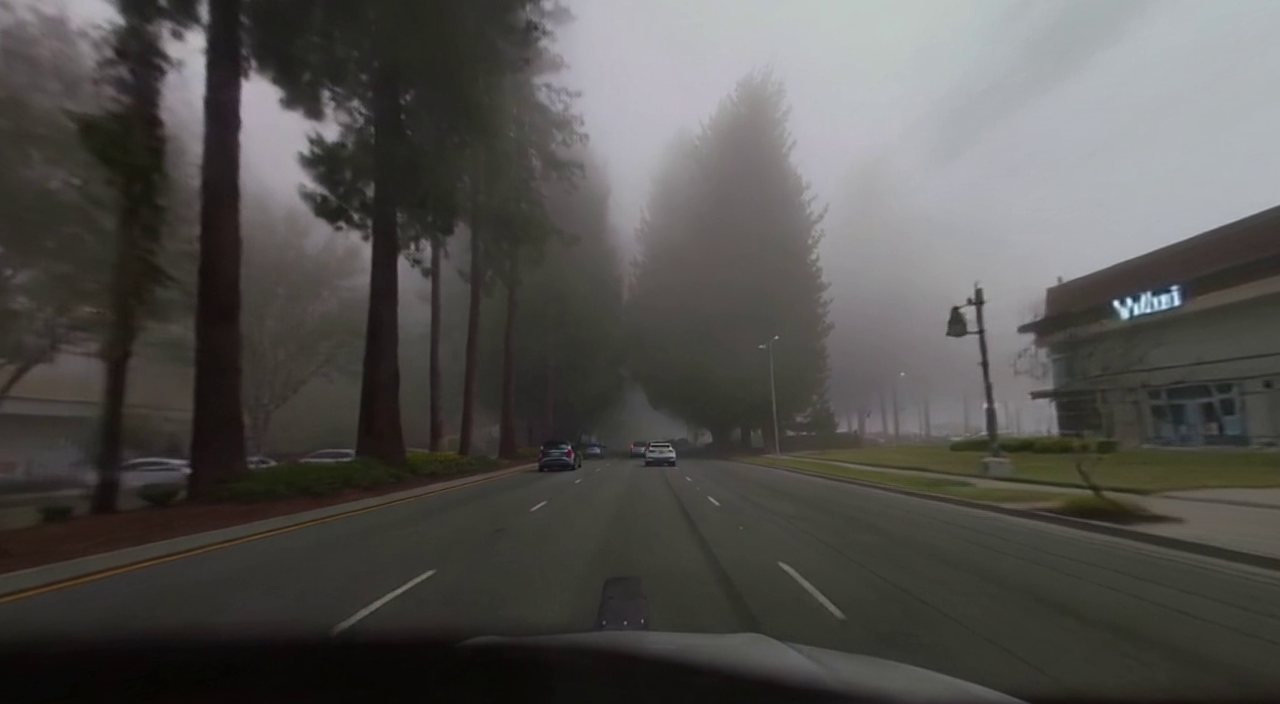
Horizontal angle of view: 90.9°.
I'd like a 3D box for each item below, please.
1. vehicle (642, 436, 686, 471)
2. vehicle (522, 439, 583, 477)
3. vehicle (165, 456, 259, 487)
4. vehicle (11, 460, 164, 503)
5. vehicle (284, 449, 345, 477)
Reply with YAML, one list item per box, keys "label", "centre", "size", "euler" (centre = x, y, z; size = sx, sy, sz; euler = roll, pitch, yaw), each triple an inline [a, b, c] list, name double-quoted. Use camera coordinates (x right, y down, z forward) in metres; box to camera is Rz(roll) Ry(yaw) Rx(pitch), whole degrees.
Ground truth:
- label: "vehicle"
  centre: [1.119, 4.996, 31.111]
  size: [1.922, 1.579, 3.642]
  euler: [0, -8, -1]
- label: "vehicle"
  centre: [-3.671, 4.533, 27.284]
  size: [1.908, 1.481, 4.536]
  euler: [0, -8, 1]
- label: "vehicle"
  centre: [-22.893, 6.384, 33.966]
  size: [1.905, 1.483, 4.479]
  euler: [0, -8, 0]
- label: "vehicle"
  centre: [-22.856, 5.344, 26.405]
  size: [1.862, 1.506, 4.983]
  euler: [0, -9, 1]
- label: "vehicle"
  centre: [-22.730, 7.744, 44.178]
  size: [1.887, 1.801, 4.587]
  euler: [0, -8, -1]
